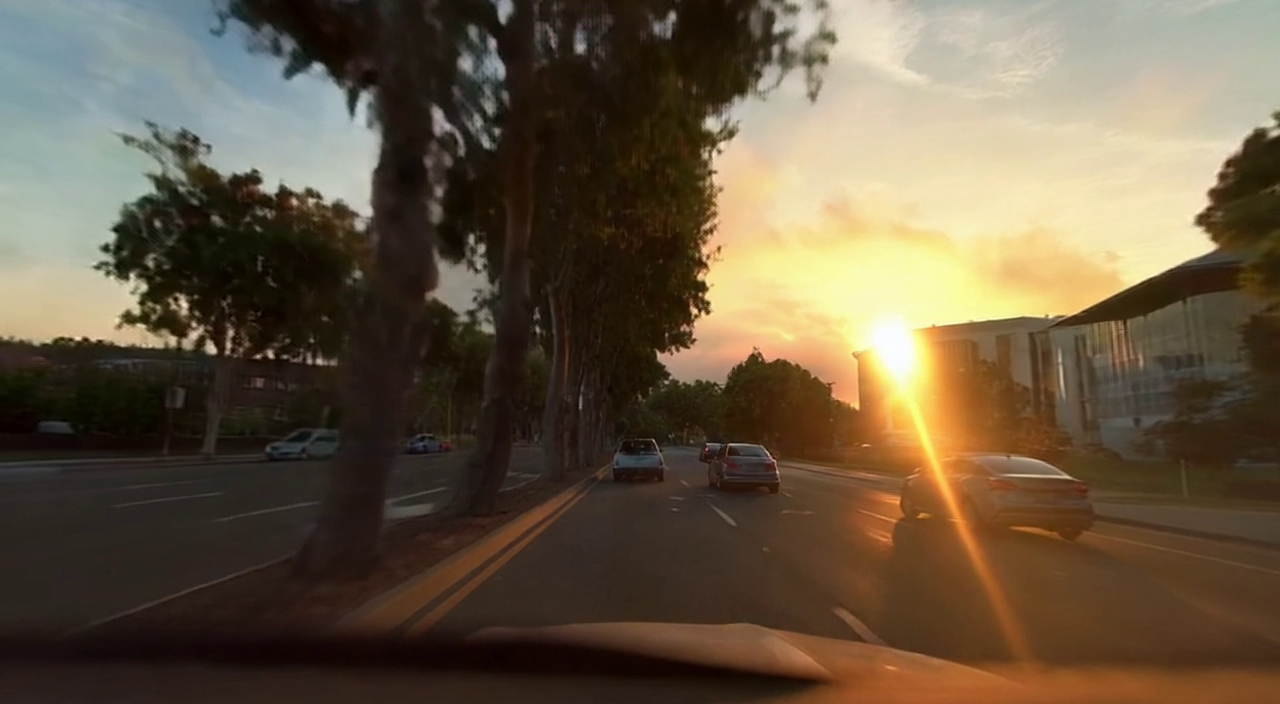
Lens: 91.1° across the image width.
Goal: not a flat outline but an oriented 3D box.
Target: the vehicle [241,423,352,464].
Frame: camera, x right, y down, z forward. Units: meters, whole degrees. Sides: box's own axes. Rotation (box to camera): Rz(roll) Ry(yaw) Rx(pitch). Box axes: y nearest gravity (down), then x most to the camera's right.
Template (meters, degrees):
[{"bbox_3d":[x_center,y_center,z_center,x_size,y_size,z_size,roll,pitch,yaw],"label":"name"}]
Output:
[{"bbox_3d":[-18.709,5.068,34.697,2.226,2.019,6.809,0,-8,1],"label":"vehicle"}]

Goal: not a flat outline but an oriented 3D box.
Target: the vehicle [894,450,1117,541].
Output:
[{"bbox_3d":[7.067,2.768,12.806,1.944,1.458,4.268,0,-8,-1],"label":"vehicle"}]

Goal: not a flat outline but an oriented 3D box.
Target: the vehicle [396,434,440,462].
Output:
[{"bbox_3d":[-14.140,6.078,39.768,2.161,1.642,4.587,4,-9,-24],"label":"vehicle"}]

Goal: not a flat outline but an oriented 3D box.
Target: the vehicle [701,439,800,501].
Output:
[{"bbox_3d":[2.957,3.240,17.702,1.932,1.510,4.168,0,-8,-1],"label":"vehicle"}]

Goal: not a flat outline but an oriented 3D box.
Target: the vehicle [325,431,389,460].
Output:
[{"bbox_3d":[-18.533,6.157,41.403,1.915,1.824,4.760,0,-8,1],"label":"vehicle"}]

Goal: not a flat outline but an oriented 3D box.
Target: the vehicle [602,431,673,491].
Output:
[{"bbox_3d":[-0.068,3.397,19.874,2.008,1.674,4.239,0,-8,0],"label":"vehicle"}]

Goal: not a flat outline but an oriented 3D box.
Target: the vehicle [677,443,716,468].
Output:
[{"bbox_3d":[3.582,6.586,40.231,2.012,1.462,4.163,0,-8,-1],"label":"vehicle"}]
